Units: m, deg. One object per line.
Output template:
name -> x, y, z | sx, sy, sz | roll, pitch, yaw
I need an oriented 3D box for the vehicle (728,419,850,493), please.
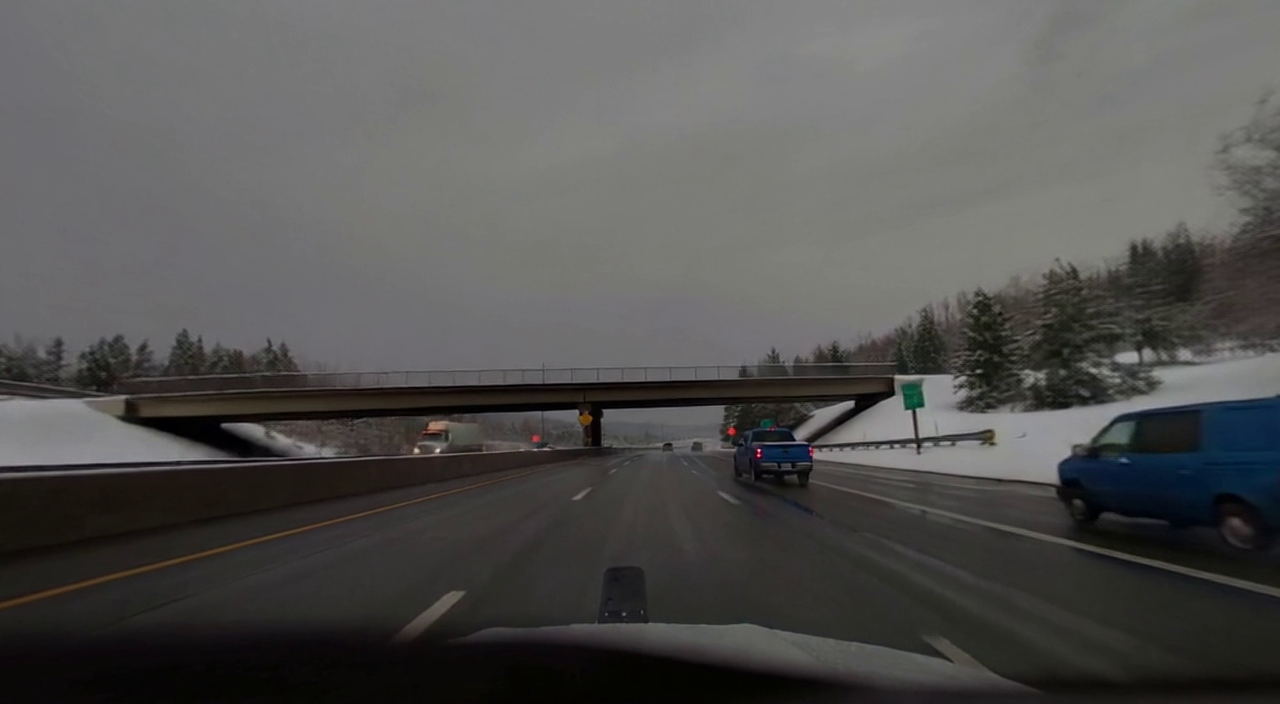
vehicle -> 4.531, 3.294, 20.330 | 2.505, 2.020, 5.532 | 0, -8, -1

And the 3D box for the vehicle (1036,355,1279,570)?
vehicle -> 8.057, 1.393, 8.171 | 2.229, 2.317, 5.399 | 0, -8, -1
